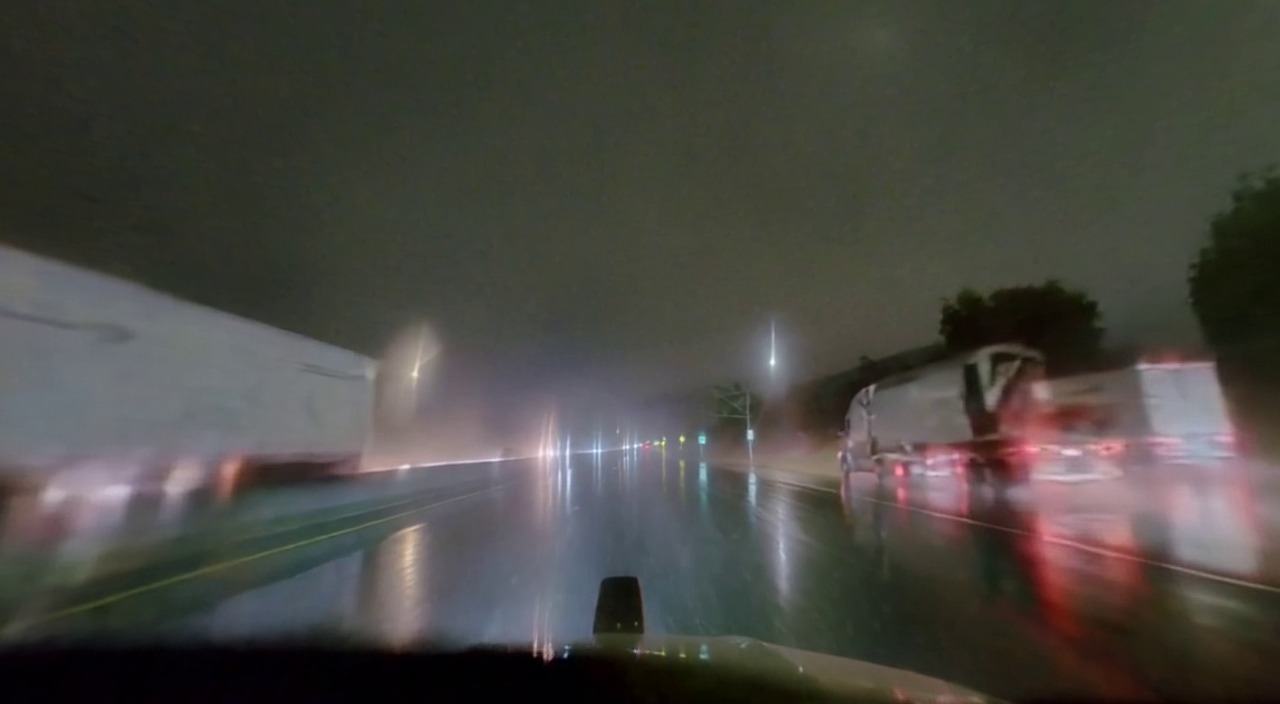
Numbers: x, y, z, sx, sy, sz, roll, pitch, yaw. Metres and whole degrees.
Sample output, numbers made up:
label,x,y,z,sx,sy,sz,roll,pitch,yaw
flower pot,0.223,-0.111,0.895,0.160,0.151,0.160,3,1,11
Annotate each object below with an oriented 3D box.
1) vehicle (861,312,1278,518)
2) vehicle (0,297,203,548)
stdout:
label,x,y,z,sx,sy,sz,roll,pitch,yaw
vehicle,10.888,2.260,19.359,2.911,4.067,13.916,0,-9,0
vehicle,-11.490,0.941,8.701,3.029,3.881,10.922,0,-9,-1
